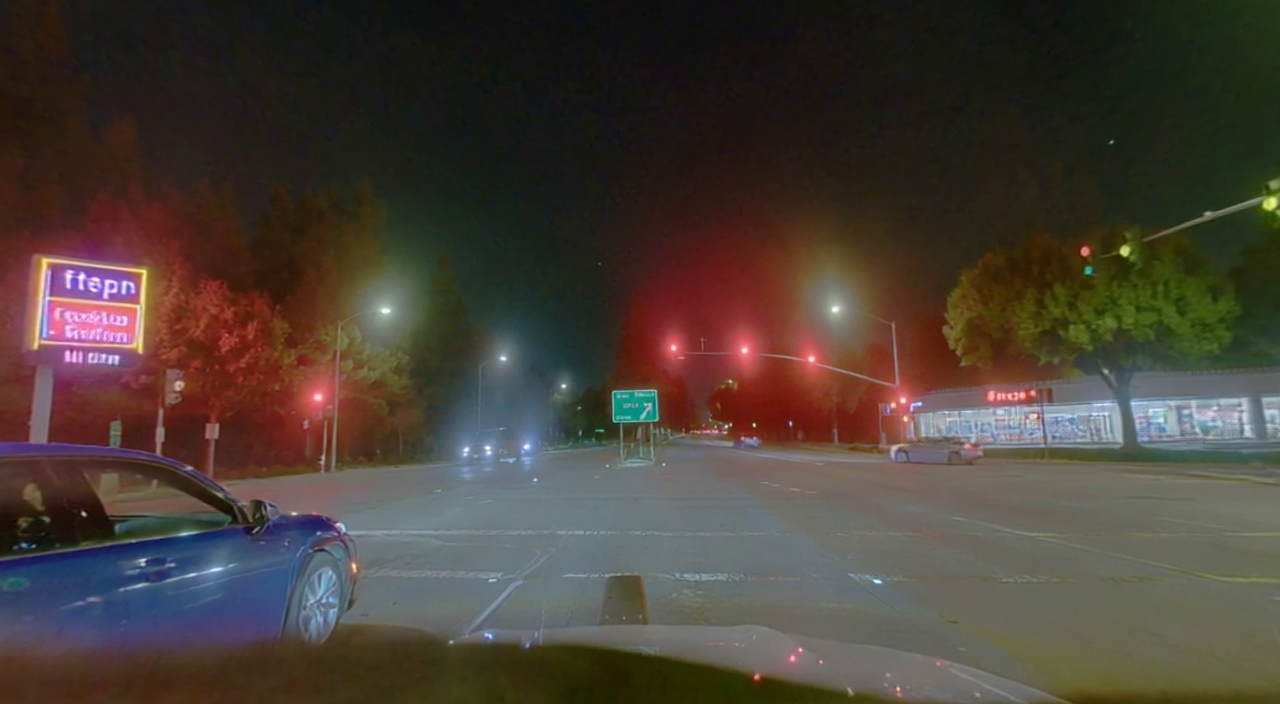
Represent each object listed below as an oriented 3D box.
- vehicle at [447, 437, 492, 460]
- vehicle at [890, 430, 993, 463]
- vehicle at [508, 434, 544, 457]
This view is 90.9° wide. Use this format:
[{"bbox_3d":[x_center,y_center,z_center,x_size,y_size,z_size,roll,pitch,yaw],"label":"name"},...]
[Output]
[{"bbox_3d":[-11.777,6.685,43.886,2.111,1.499,4.371,0,-9,-3],"label":"vehicle"},{"bbox_3d":[16.376,5.140,34.362,4.667,1.664,1.936,-6,-11,36],"label":"vehicle"},{"bbox_3d":[-8.070,6.668,45.082,1.920,1.546,4.086,0,-9,-1],"label":"vehicle"}]
